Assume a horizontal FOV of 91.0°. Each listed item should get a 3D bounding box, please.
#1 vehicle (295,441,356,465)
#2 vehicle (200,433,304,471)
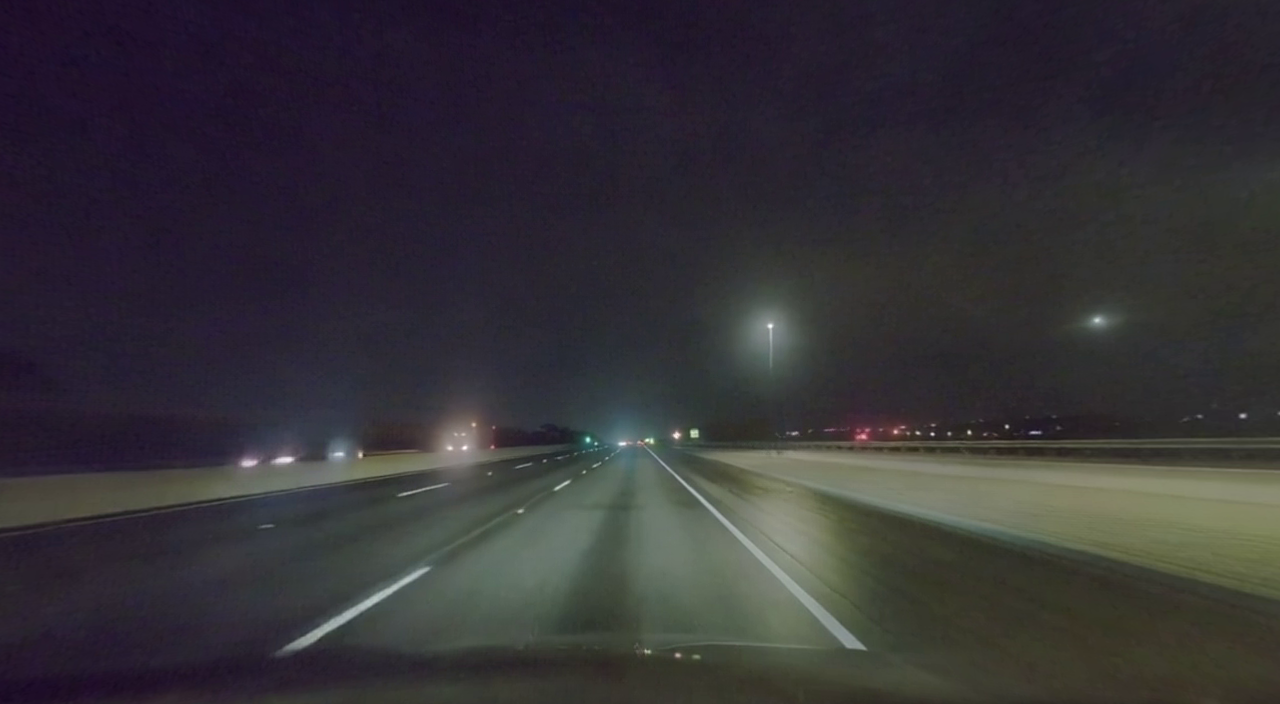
[{"bbox_3d":[-21.799,6.994,43.781,1.896,1.529,4.416,0,-8,1],"label":"vehicle"},{"bbox_3d":[-16.501,4.263,27.032,1.858,1.489,4.072,0,-8,0],"label":"vehicle"}]
